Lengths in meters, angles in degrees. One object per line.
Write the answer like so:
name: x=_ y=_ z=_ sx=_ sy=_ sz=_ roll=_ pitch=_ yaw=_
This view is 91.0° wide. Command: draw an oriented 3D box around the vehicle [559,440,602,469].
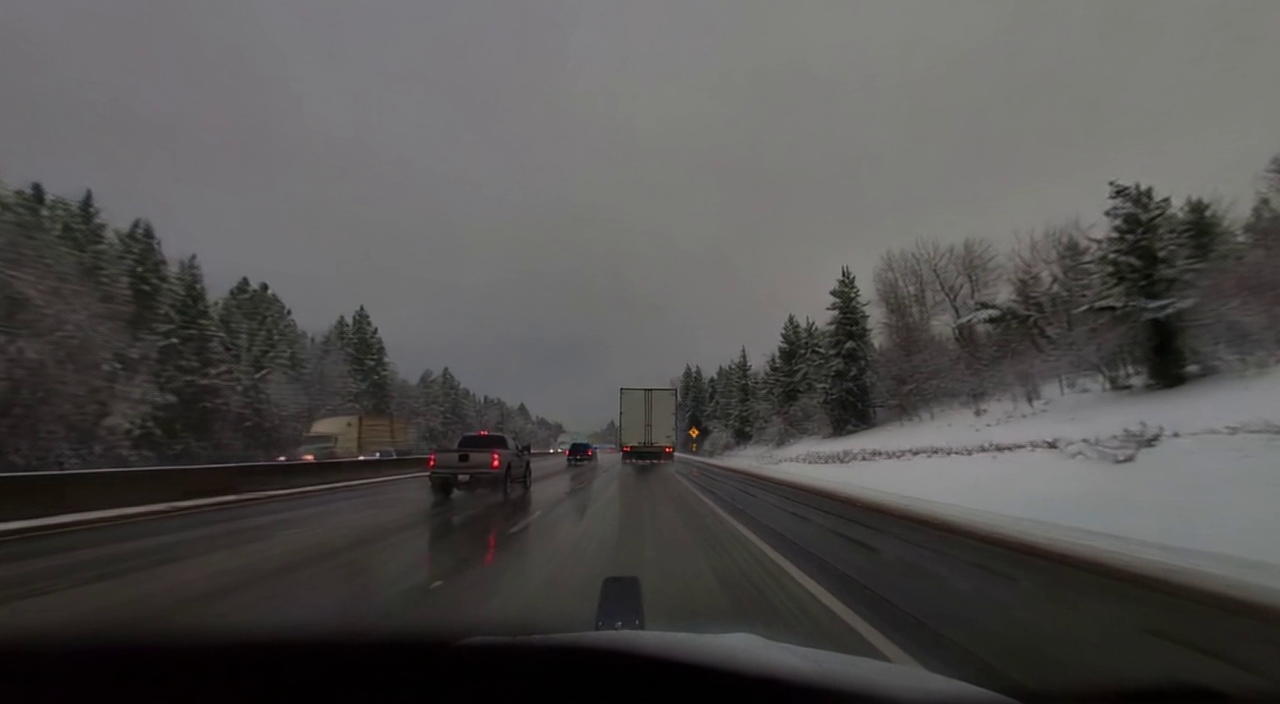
vehicle: x=-3.944 y=6.867 z=42.490 sx=2.285 sy=1.833 sz=4.984 roll=0 pitch=-9 yaw=1

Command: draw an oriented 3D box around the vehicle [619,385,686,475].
vehicle: x=0.513 y=4.450 z=34.817 sx=3.052 sy=4.132 sz=11.336 roll=0 pitch=-9 yaw=-1

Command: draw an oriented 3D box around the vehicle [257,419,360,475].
vehicle: x=-25.357 y=7.364 z=48.835 sx=3.028 sy=3.953 sz=8.716 roll=0 pitch=-9 yaw=1

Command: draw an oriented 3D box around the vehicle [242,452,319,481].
vehicle: x=-20.930 y=6.658 z=36.877 sx=1.853 sy=1.523 sz=4.358 roll=0 pitch=-9 yaw=1

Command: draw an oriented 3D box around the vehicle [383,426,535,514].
vehicle: x=-4.077 y=2.747 z=15.217 sx=2.140 sy=1.750 sz=4.901 roll=0 pitch=-9 yaw=1
